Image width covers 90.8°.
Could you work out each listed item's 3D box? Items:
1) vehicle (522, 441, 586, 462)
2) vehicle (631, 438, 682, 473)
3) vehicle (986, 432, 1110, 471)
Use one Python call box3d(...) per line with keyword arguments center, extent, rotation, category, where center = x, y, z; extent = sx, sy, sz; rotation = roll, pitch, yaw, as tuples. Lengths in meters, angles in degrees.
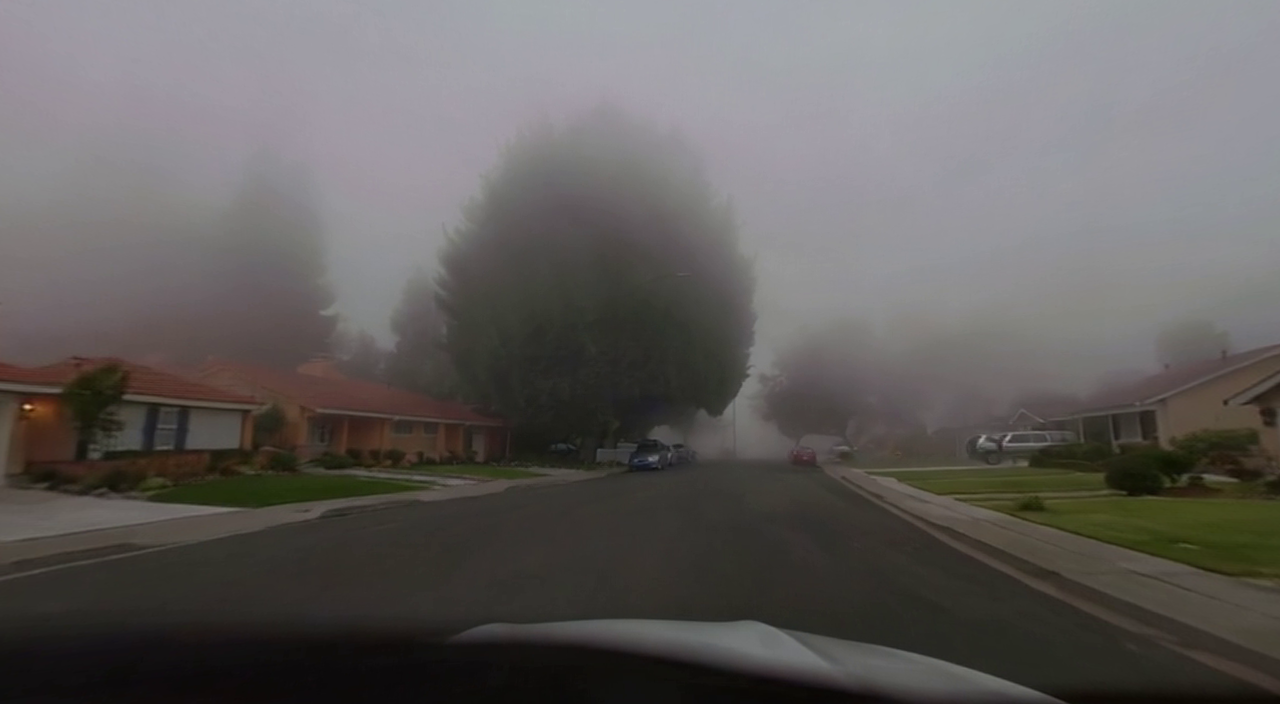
box3d(center=(-6.094, 7.013, 44.546), extent=(4.376, 1.458, 2.046), rotation=(1, -8, -10), category="vehicle")
box3d(center=(1.067, 6.035, 37.216), extent=(2.215, 1.859, 4.765), rotation=(-2, -8, 11), category="vehicle")
box3d(center=(18.688, 4.546, 29.091), extent=(4.384, 1.688, 1.956), rotation=(1, -8, -4), category="vehicle")
